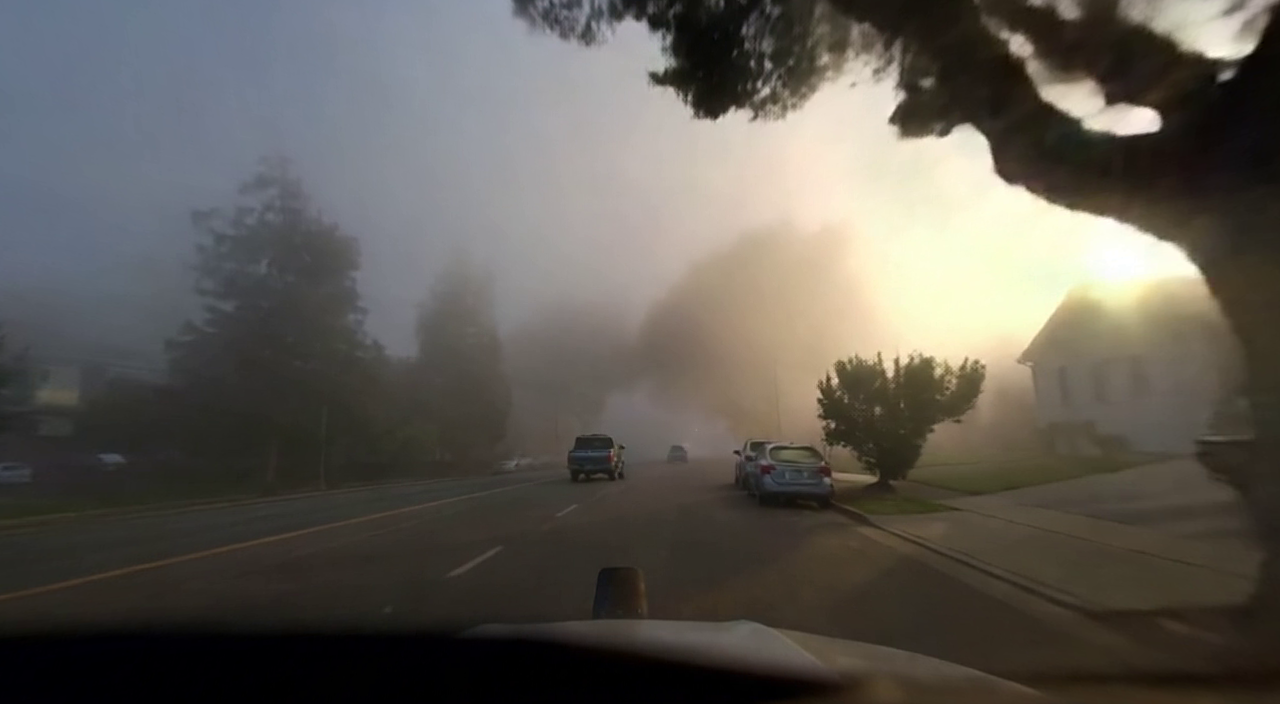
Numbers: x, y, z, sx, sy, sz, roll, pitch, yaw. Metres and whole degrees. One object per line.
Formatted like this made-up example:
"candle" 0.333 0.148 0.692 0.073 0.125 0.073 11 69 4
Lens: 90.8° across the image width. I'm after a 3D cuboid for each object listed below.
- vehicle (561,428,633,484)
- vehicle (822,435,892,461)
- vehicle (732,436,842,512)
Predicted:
"vehicle" -1.656 4.362 26.629 2.085 2.084 5.133 -1 -9 7
"vehicle" 15.022 6.671 43.887 4.249 1.550 1.843 -4 -9 9
"vehicle" 3.527 3.015 16.069 2.040 1.643 4.446 -1 -9 5
